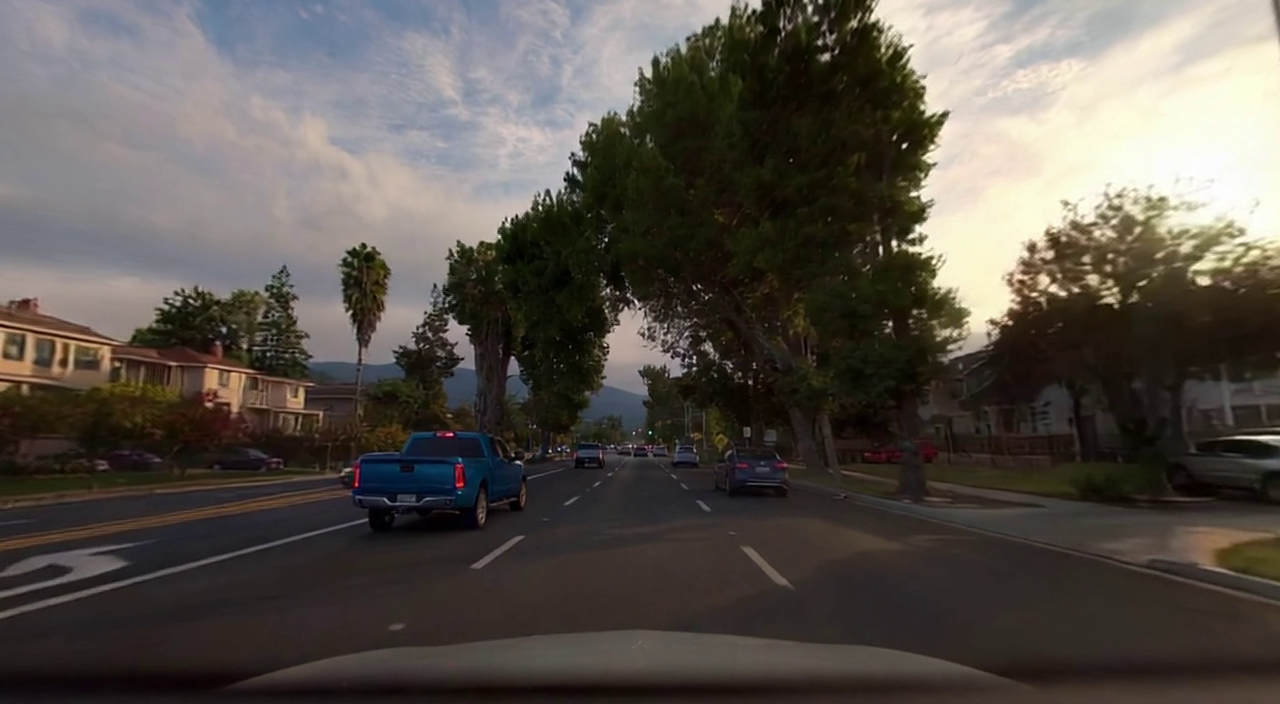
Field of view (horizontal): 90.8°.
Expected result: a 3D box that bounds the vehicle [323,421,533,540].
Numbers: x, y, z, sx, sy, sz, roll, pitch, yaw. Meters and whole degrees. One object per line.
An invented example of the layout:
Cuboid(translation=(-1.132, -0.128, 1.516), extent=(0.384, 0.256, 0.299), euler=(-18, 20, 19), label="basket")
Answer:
Cuboid(translation=(-3.589, 2.288, 12.036), extent=(2.111, 1.745, 5.274), euler=(0, -8, 1), label="vehicle")

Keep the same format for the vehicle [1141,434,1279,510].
Cuboid(translation=(13.985, 2.654, 14.362), extent=(1.929, 1.502, 4.177), euler=(-1, -8, 4), label="vehicle")

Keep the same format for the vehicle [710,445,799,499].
Cuboid(translation=(3.385, 3.614, 19.472), extent=(1.884, 1.463, 4.195), euler=(0, -8, -1), label="vehicle")

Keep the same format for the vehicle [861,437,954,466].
Cuboid(translation=(16.304, 6.077, 38.638), extent=(4.759, 1.673, 1.972), euler=(0, -8, -2), label="vehicle")

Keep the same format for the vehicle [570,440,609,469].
Cuboid(translation=(-3.333, 6.897, 42.697), extent=(2.218, 1.829, 4.492), euler=(0, -8, 1), label="vehicle")
